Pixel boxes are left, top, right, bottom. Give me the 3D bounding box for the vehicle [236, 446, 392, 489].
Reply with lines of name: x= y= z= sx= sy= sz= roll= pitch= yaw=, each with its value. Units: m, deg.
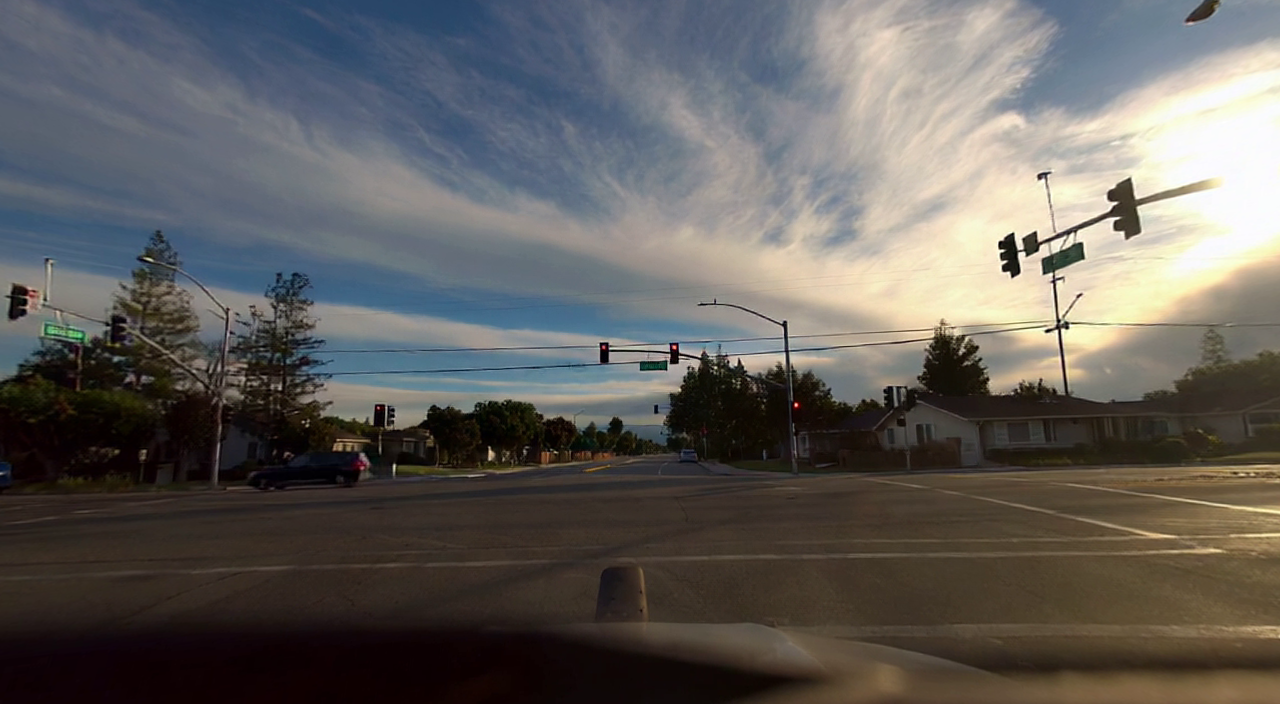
vehicle: x=-11.608 y=4.131 z=22.654 sx=4.562 sy=1.460 sz=1.822 roll=0 pitch=-8 yaw=0
